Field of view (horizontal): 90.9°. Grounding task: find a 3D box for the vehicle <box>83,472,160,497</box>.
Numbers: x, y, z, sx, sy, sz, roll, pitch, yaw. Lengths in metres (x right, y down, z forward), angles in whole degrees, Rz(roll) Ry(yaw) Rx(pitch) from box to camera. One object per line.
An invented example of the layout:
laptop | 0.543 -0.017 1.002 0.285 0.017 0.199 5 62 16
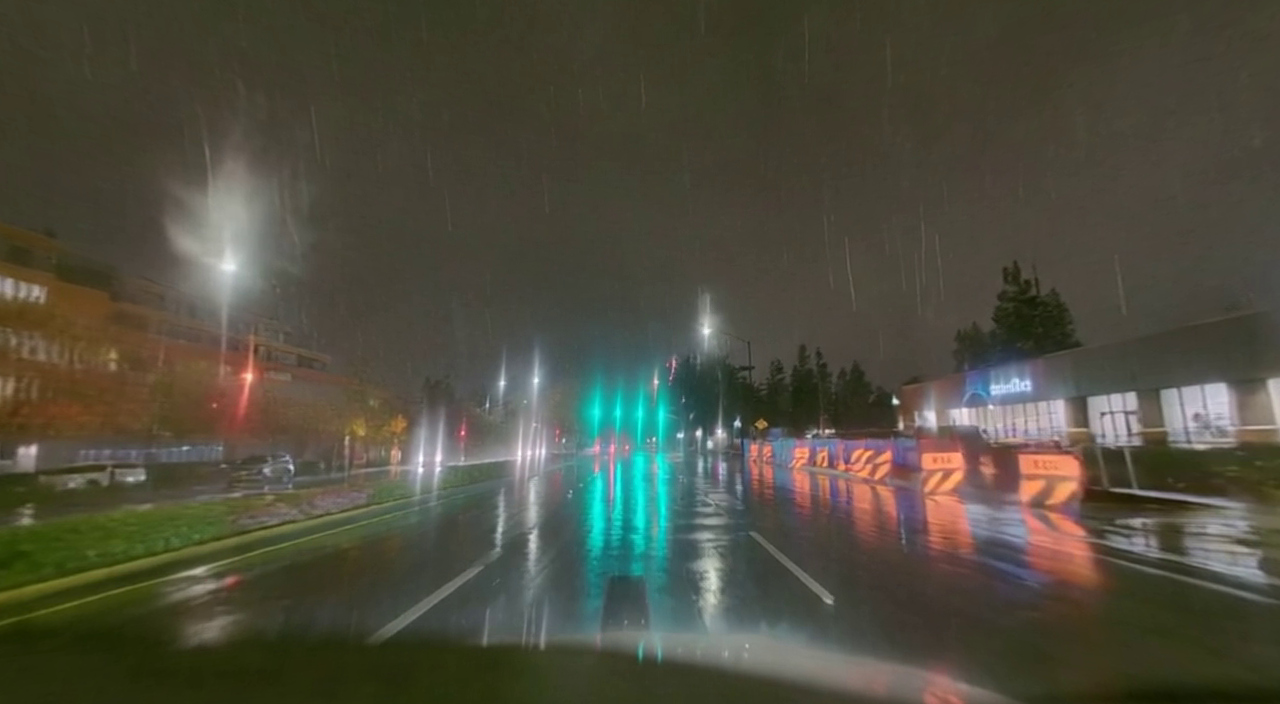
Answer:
vehicle | -32.991 8.412 40.129 3.576 1.407 1.583 -1 -8 3

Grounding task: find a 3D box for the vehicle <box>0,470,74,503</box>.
vehicle | -33.373 7.190 33.461 4.764 1.448 1.876 -3 -8 -3

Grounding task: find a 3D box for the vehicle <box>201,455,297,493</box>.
vehicle | -21.879 6.821 35.542 2.262 1.703 4.728 -5 -9 3

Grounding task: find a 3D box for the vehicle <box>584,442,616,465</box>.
vehicle | -2.683 6.929 43.255 1.926 1.442 4.231 0 -8 0
